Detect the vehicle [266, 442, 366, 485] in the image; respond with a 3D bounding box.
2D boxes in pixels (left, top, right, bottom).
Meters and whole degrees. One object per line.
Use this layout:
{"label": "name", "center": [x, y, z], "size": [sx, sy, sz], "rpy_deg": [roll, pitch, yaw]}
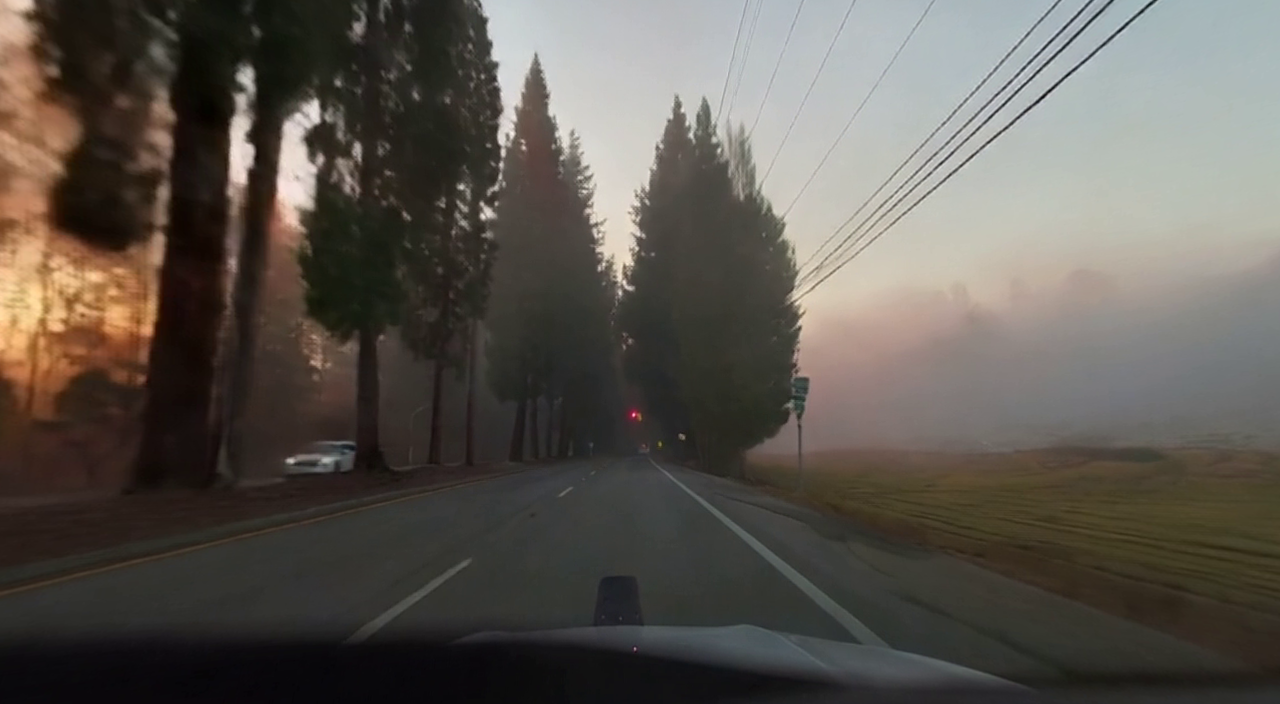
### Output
{"label": "vehicle", "center": [-14.352, 4.946, 28.368], "size": [2.037, 1.712, 4.576], "rpy_deg": [0, -9, 0]}
